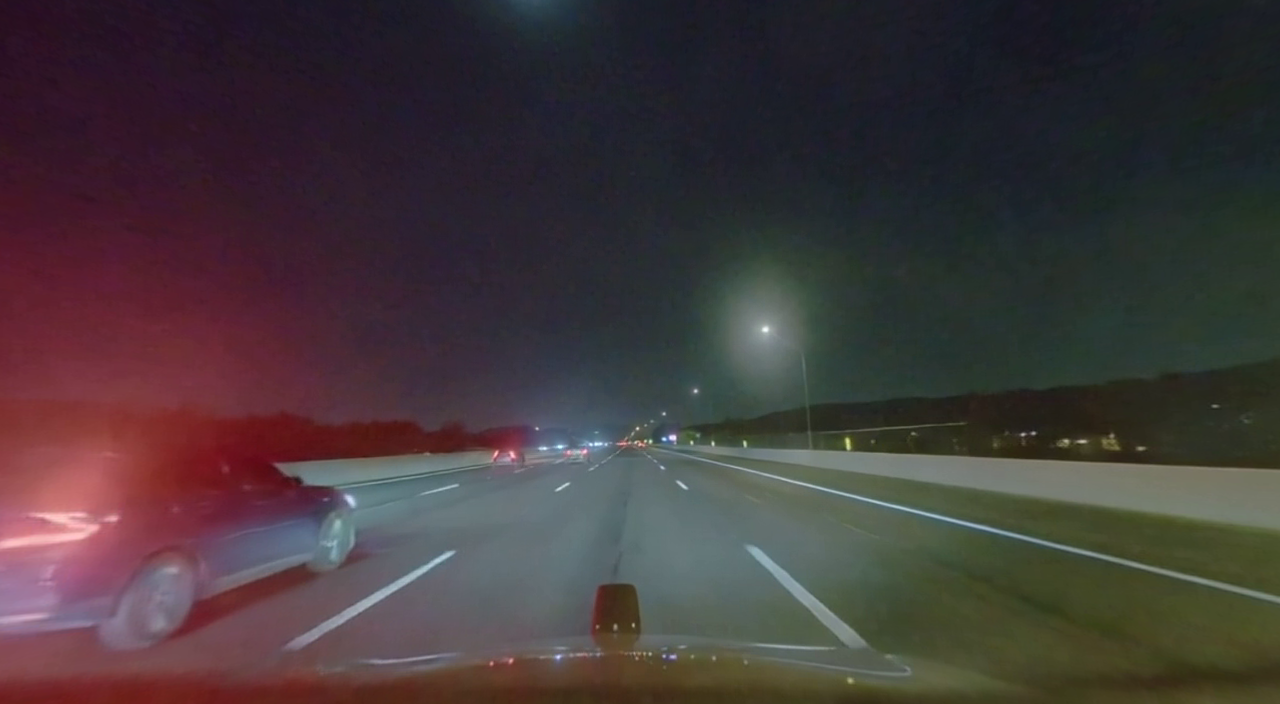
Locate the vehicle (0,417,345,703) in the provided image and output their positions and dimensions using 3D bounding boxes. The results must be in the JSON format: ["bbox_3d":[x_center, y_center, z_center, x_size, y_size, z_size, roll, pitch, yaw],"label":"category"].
[{"bbox_3d":[-4.040,1.207,3.996,2.044,1.479,4.745,0,-8,0],"label":"vehicle"}]

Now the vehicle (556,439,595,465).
[{"bbox_3d":[-4.388,6.897,43.576,2.200,1.662,5.091,0,-8,0],"label":"vehicle"}]

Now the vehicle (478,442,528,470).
[{"bbox_3d":[-8.060,6.140,37.476,1.924,1.519,4.791,0,-8,0],"label":"vehicle"}]
